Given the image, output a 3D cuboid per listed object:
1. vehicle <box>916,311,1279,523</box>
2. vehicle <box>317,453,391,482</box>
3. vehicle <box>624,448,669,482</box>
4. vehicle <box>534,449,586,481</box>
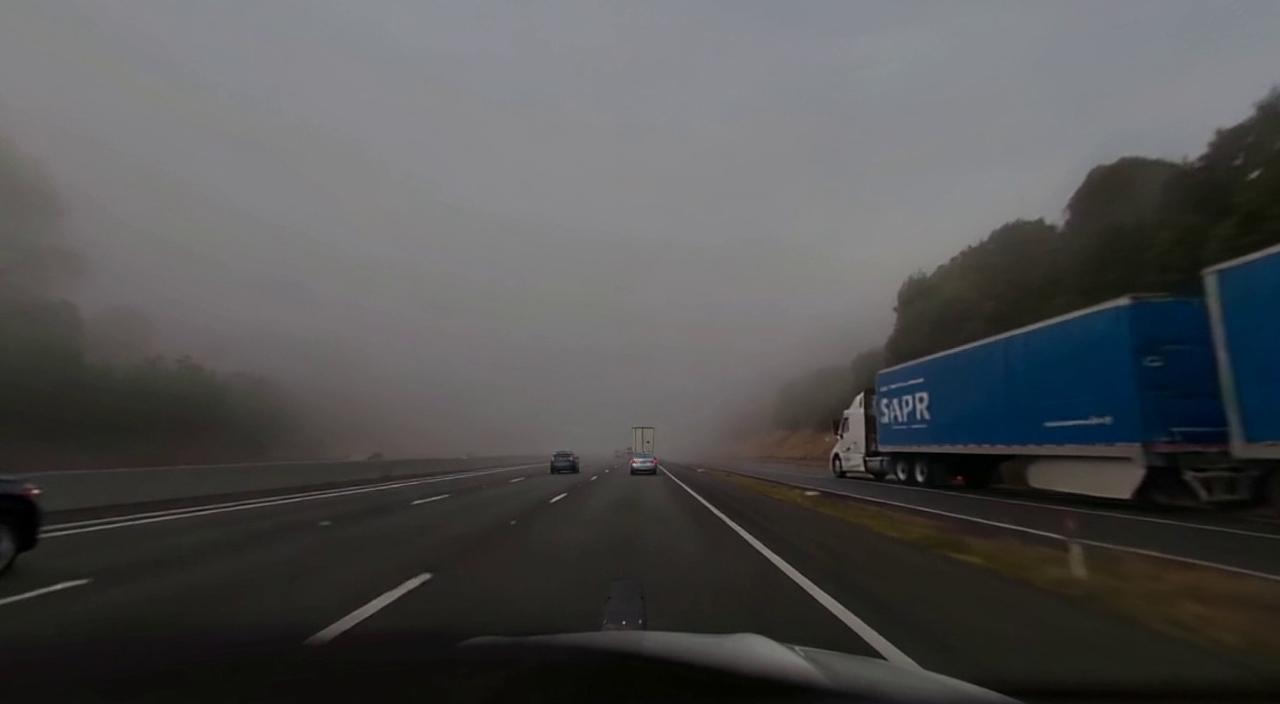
[{"bbox_3d":[11.478,1.976,17.129,3.020,4.143,9.468,0,-9,-4],"label":"vehicle"},{"bbox_3d":[-15.190,6.141,33.722,1.973,1.398,4.136,0,-9,1],"label":"vehicle"},{"bbox_3d":[0.259,5.340,29.907,1.991,1.507,3.391,0,-9,-1],"label":"vehicle"},{"bbox_3d":[-4.031,5.762,32.438,2.018,1.504,4.431,0,-9,1],"label":"vehicle"}]
